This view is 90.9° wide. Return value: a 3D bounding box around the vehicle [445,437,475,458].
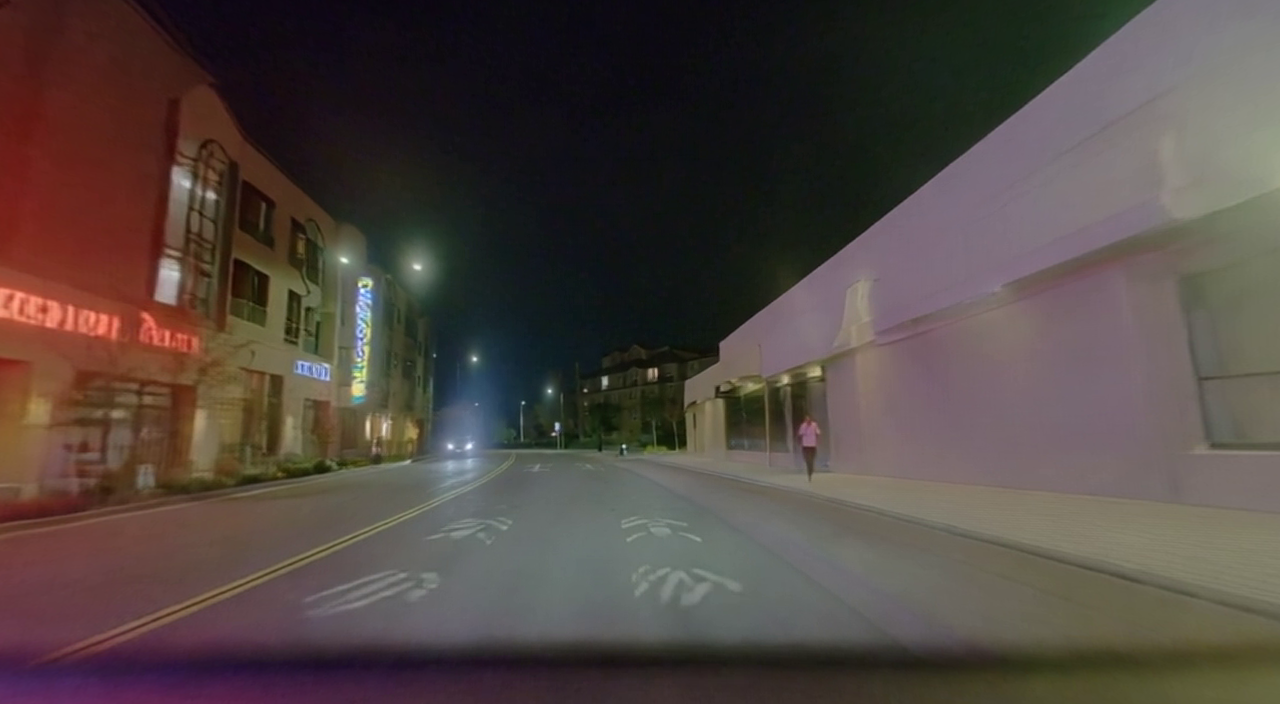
[{"bbox_3d":[-13.840,7.331,48.603,1.912,1.500,3.772,1,-8,-12],"label":"vehicle"}]
